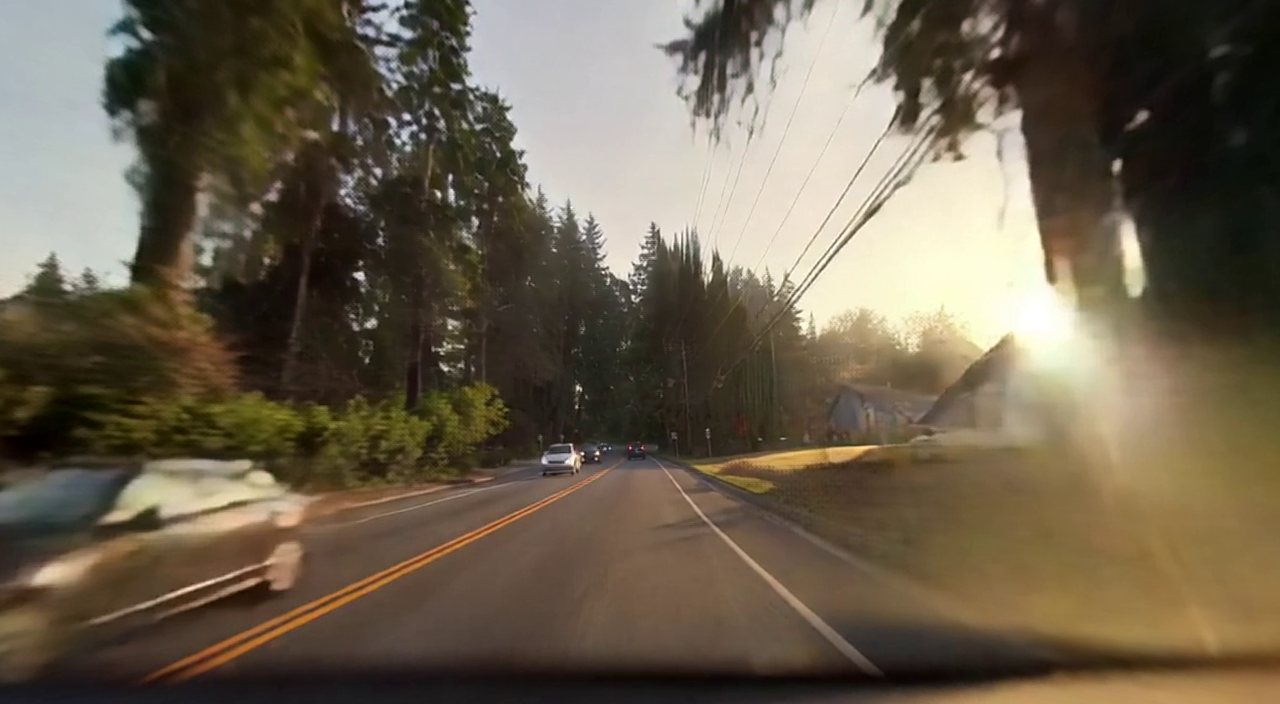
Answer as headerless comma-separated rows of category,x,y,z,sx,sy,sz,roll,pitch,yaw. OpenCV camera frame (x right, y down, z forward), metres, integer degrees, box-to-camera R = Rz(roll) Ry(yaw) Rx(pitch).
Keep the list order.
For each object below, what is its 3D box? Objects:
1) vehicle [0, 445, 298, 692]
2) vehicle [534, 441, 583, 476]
vehicle,-4.854,1.450,4.749,2.069,1.471,4.226,-1,-9,2
vehicle,-4.571,6.054,36.140,2.225,1.872,4.588,0,-9,0
